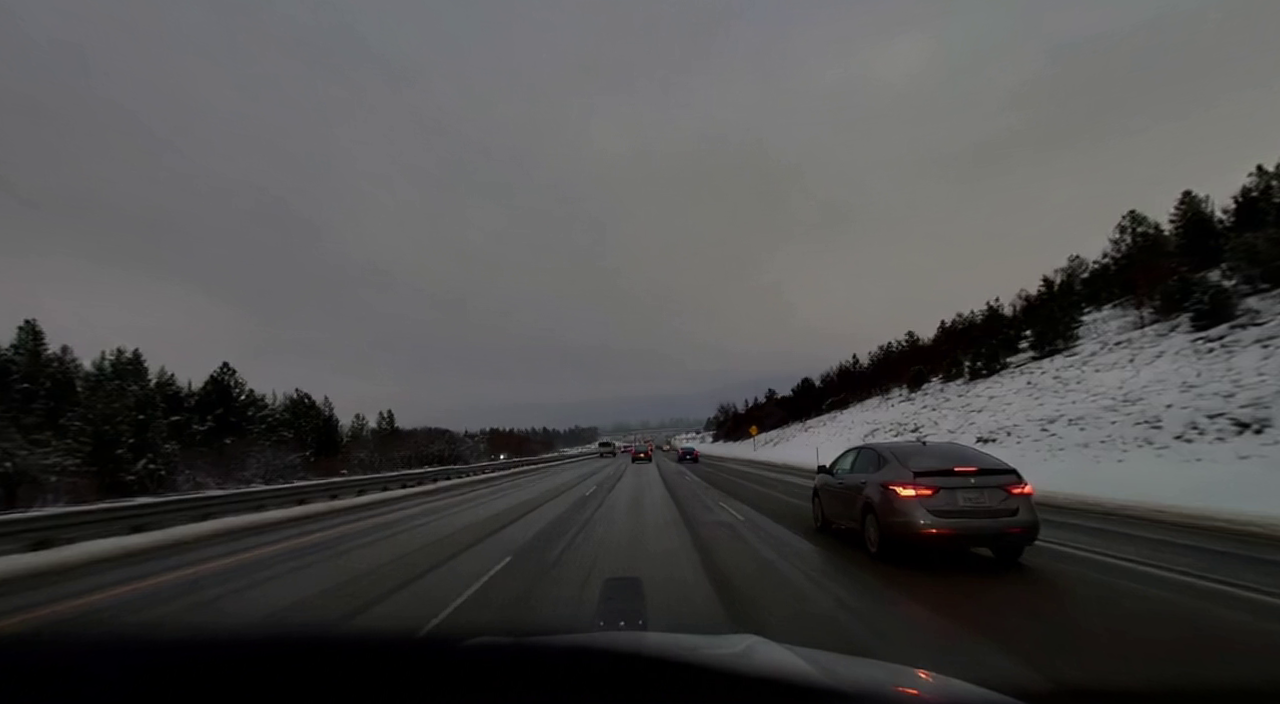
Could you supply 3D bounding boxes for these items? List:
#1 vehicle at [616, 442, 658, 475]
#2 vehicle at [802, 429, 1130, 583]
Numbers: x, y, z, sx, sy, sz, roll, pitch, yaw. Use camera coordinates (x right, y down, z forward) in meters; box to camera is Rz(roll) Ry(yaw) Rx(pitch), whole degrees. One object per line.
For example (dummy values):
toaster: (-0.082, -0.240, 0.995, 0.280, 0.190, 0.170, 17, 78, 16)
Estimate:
vehicle: (-0.089, 5.396, 32.259, 1.986, 1.576, 4.312, 0, -8, 1)
vehicle: (3.795, 1.839, 8.479, 2.020, 1.500, 4.416, 0, -8, 0)
